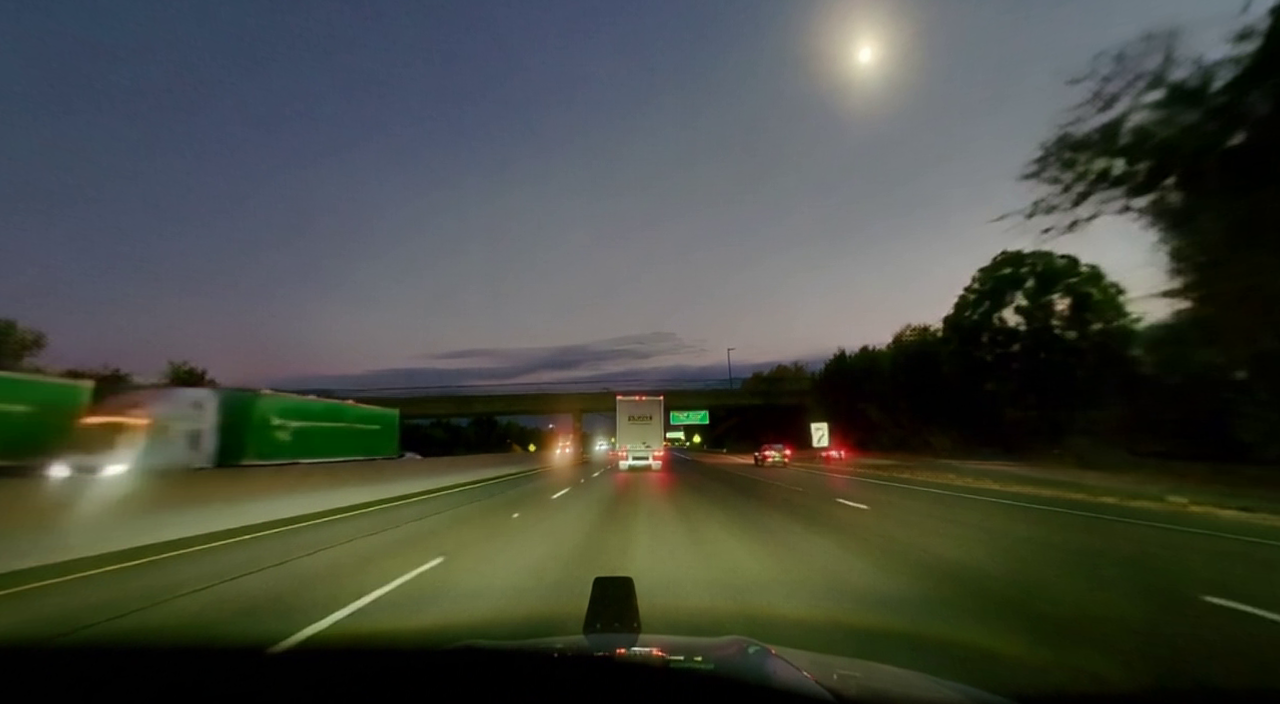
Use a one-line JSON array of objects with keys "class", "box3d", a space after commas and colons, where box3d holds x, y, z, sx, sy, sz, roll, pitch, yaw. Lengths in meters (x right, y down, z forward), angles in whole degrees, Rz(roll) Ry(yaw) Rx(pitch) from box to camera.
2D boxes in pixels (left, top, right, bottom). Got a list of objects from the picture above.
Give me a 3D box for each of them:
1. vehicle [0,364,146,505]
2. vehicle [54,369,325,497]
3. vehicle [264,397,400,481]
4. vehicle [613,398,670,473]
[{"class": "vehicle", "box3d": [-20.119, 2.178, 16.795, 2.775, 4.063, 13.544, -1, -9, 0]}, {"class": "vehicle", "box3d": [-15.942, 3.182, 23.795, 2.809, 3.787, 9.920, 0, -9, 0]}, {"class": "vehicle", "box3d": [-15.886, 4.678, 33.360, 2.816, 3.829, 8.260, -1, -9, 1]}, {"class": "vehicle", "box3d": [-0.008, 5.448, 40.285, 3.025, 4.002, 12.709, 0, -9, -1]}]
